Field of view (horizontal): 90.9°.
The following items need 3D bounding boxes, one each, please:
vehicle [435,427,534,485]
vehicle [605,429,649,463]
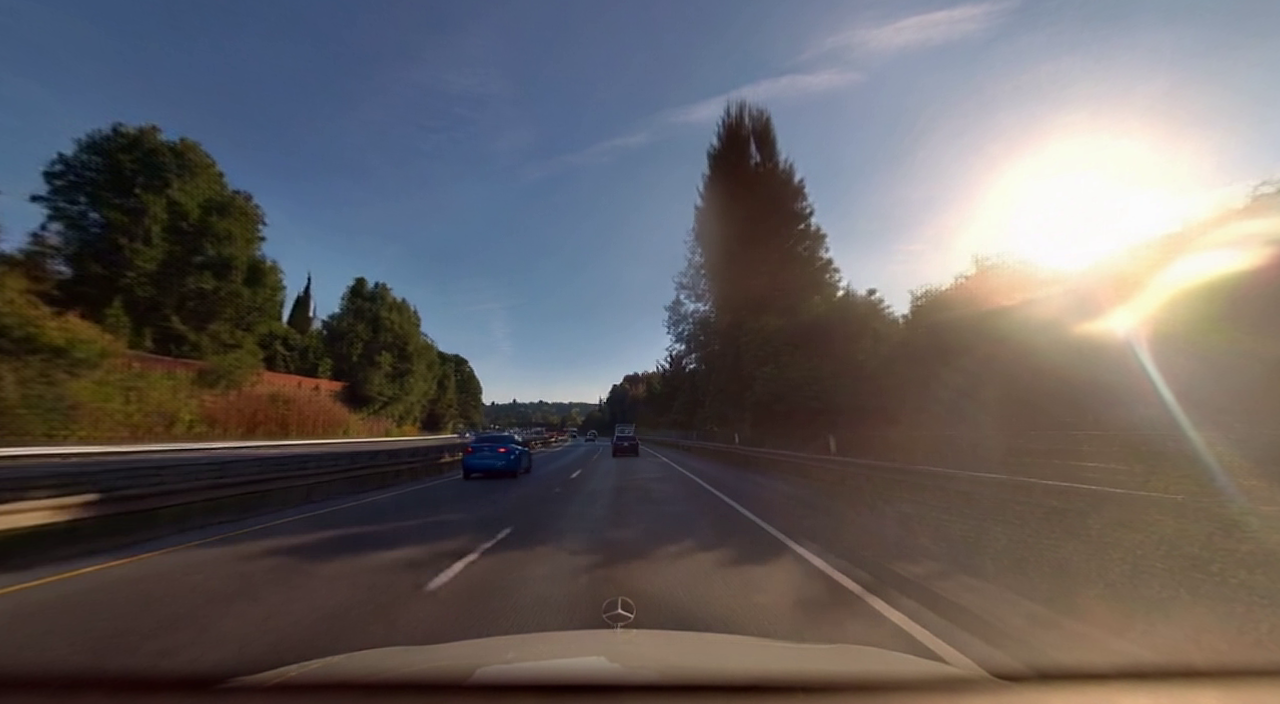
[{"bbox_3d":[-4.509,3.061,18.930,1.975,1.518,4.242,0,-8,-1],"label":"vehicle"},{"bbox_3d":[-0.694,4.885,32.961,2.162,1.616,4.242,0,-8,-1],"label":"vehicle"}]
